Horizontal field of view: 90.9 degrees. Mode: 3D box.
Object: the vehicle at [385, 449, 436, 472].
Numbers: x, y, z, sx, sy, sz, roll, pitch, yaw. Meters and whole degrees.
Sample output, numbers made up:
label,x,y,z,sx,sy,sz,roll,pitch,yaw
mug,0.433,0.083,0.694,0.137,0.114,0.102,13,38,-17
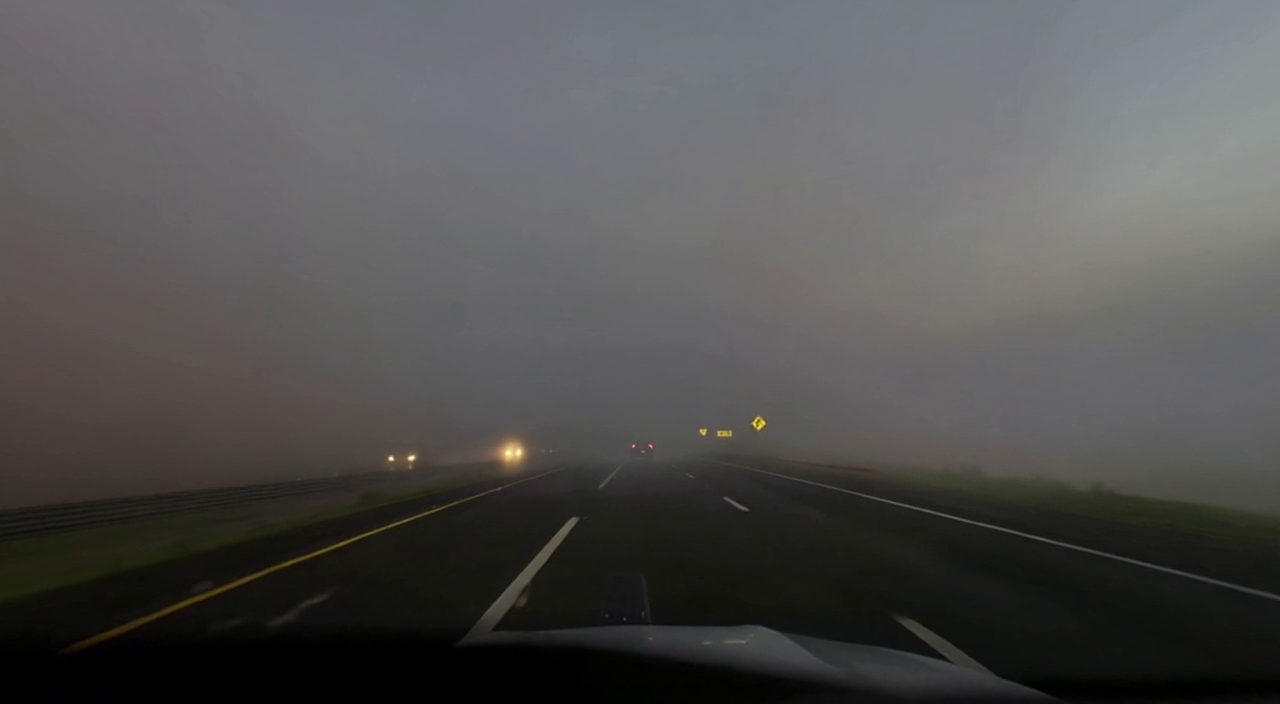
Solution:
label,x,y,z,sx,sy,sz,roll,pitch,yaw
vehicle,-16.743,7.935,46.314,1.904,1.490,4.703,-1,-8,1
